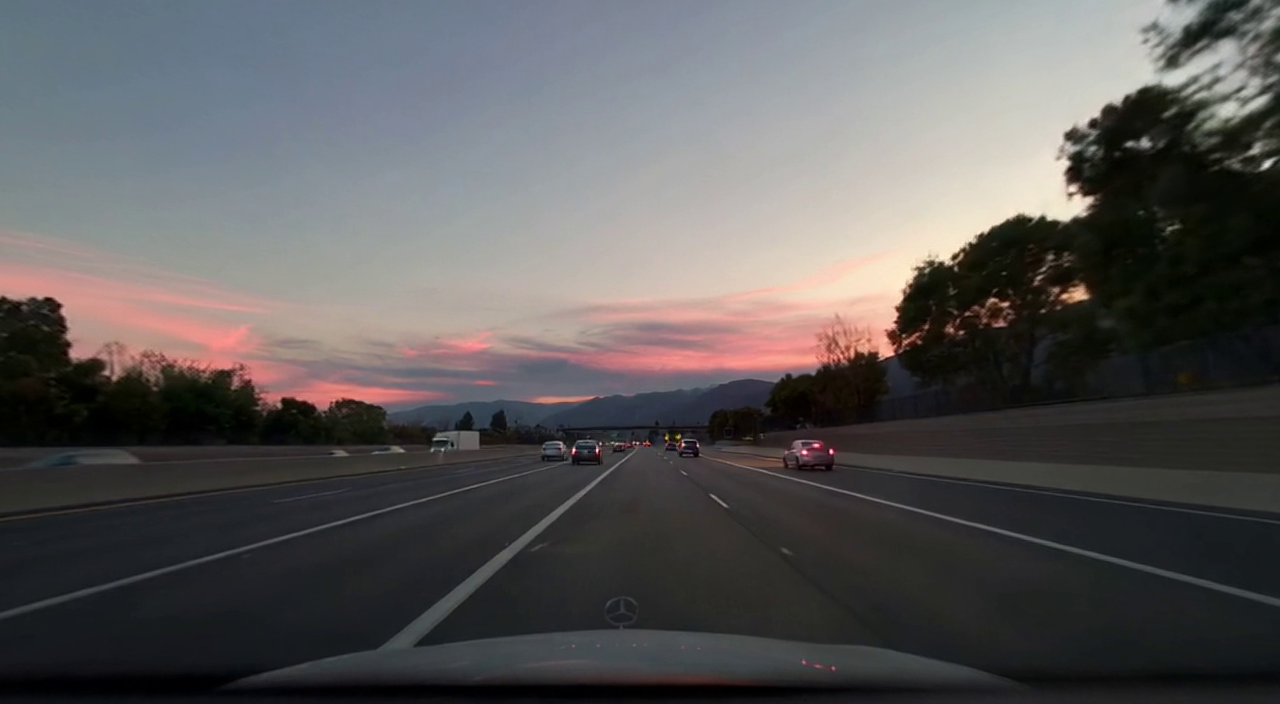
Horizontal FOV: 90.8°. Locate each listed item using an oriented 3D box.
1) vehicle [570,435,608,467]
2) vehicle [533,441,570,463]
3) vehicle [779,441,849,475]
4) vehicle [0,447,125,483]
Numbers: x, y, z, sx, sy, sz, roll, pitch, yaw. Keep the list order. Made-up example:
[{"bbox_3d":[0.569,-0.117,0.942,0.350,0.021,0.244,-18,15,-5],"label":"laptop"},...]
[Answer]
[{"bbox_3d":[-3.074,6.034,38.687,1.893,1.827,4.513,0,-8,1],"label":"vehicle"},{"bbox_3d":[-6.448,7.302,46.243,2.009,1.462,4.458,0,-8,1],"label":"vehicle"},{"bbox_3d":[7.833,4.805,28.856,1.900,1.432,4.519,0,-8,0],"label":"vehicle"},{"bbox_3d":[-27.029,5.207,29.477,1.933,1.522,4.765,0,-8,0],"label":"vehicle"}]
